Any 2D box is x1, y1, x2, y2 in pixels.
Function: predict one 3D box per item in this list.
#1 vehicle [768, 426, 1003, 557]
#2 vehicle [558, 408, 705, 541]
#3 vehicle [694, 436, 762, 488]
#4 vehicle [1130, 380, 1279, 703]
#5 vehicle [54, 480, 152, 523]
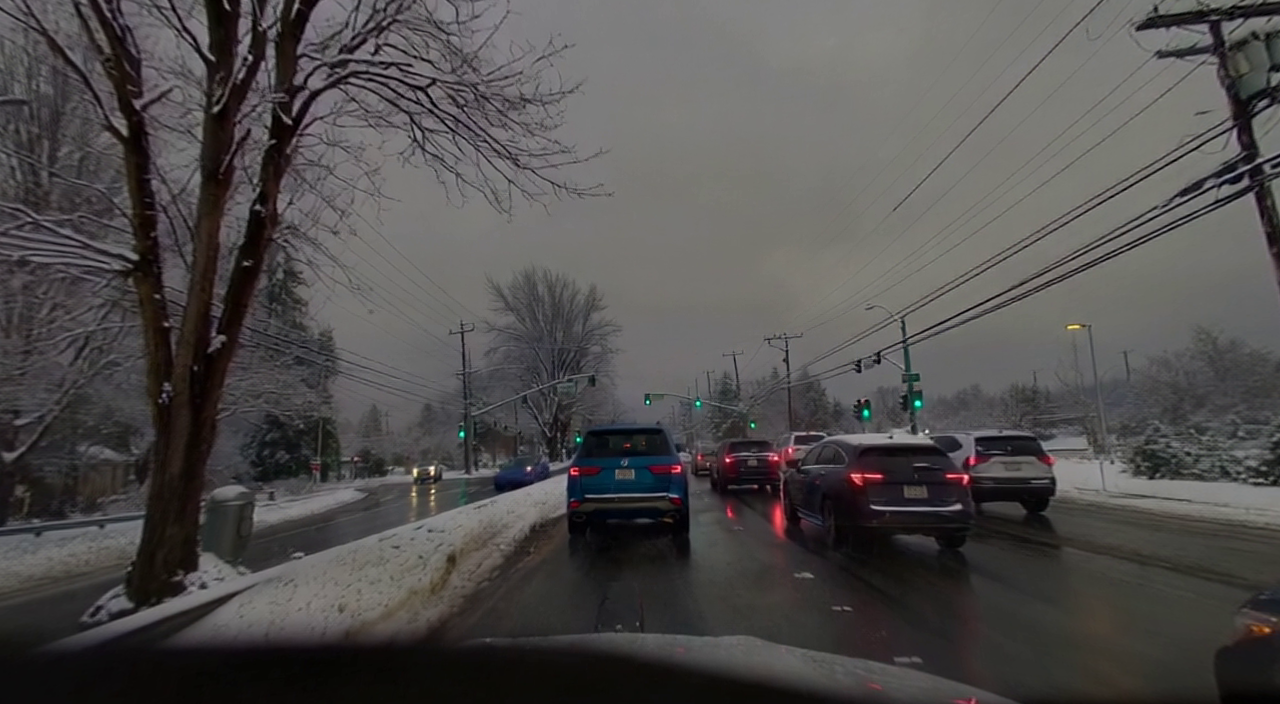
[{"bbox_3d":[3.457,2.034,9.995,1.880,1.579,4.401,0,-8,-1],"label":"vehicle"},{"bbox_3d":[-0.164,2.187,11.844,2.231,1.998,4.254,0,-8,-1],"label":"vehicle"},{"bbox_3d":[3.219,4.084,23.853,1.915,1.765,4.047,0,-8,-1],"label":"vehicle"},{"bbox_3d":[3.292,0.638,0.788,1.889,1.517,4.308,0,-8,0],"label":"vehicle"},{"bbox_3d":[-26.383,7.361,31.024,4.526,1.715,1.989,-10,-13,27],"label":"vehicle"}]
